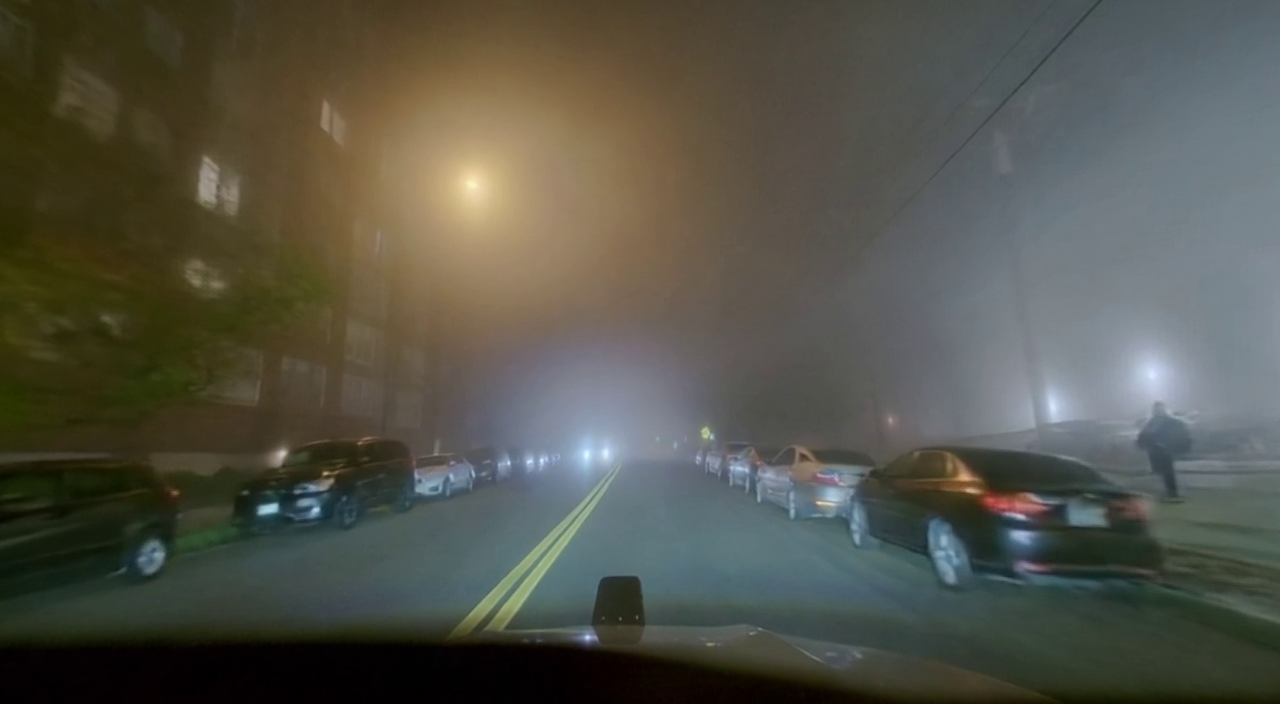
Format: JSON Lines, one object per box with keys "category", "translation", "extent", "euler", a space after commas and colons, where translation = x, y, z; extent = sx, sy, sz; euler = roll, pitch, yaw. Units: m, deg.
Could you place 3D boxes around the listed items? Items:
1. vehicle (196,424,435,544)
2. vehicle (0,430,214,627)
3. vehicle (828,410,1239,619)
{"category": "vehicle", "translation": [-6.103, 2.492, 12.774], "extent": [2.175, 1.849, 4.725], "euler": [-3, -8, 3]}
{"category": "vehicle", "translation": [-6.234, 1.617, 5.690], "extent": [1.763, 1.612, 4.462], "euler": [-6, -8, -1]}
{"category": "vehicle", "translation": [3.856, 1.654, 7.471], "extent": [1.924, 1.657, 4.665], "euler": [0, -8, 1]}
